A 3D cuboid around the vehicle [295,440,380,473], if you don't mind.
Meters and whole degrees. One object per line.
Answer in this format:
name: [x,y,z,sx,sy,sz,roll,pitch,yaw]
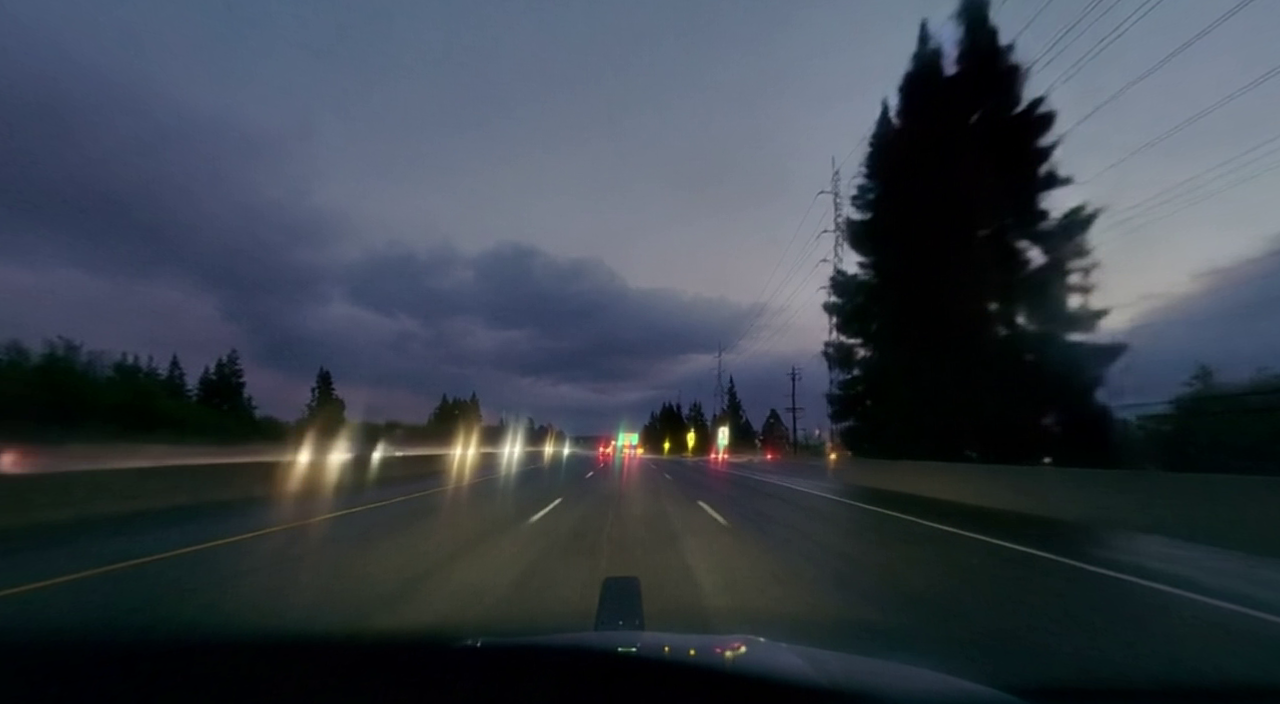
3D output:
vehicle: [-14.325,4.956,30.171,1.931,1.471,4.264,0,-9,0]
